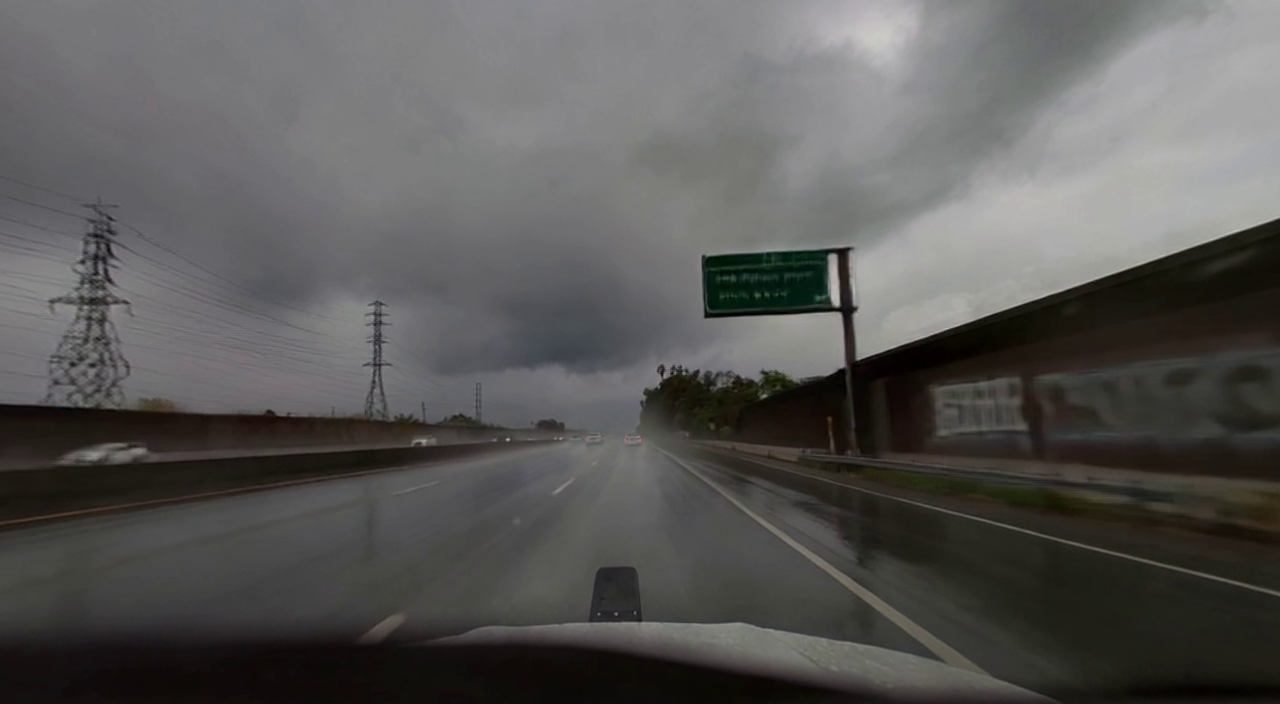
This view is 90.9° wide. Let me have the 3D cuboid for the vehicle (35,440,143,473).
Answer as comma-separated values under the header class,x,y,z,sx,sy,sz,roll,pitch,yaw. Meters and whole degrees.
class,x,y,z,sx,sy,sz,roll,pitch,yaw
vehicle,-27.910,5.276,32.106,1.832,1.541,4.111,1,-7,-2
